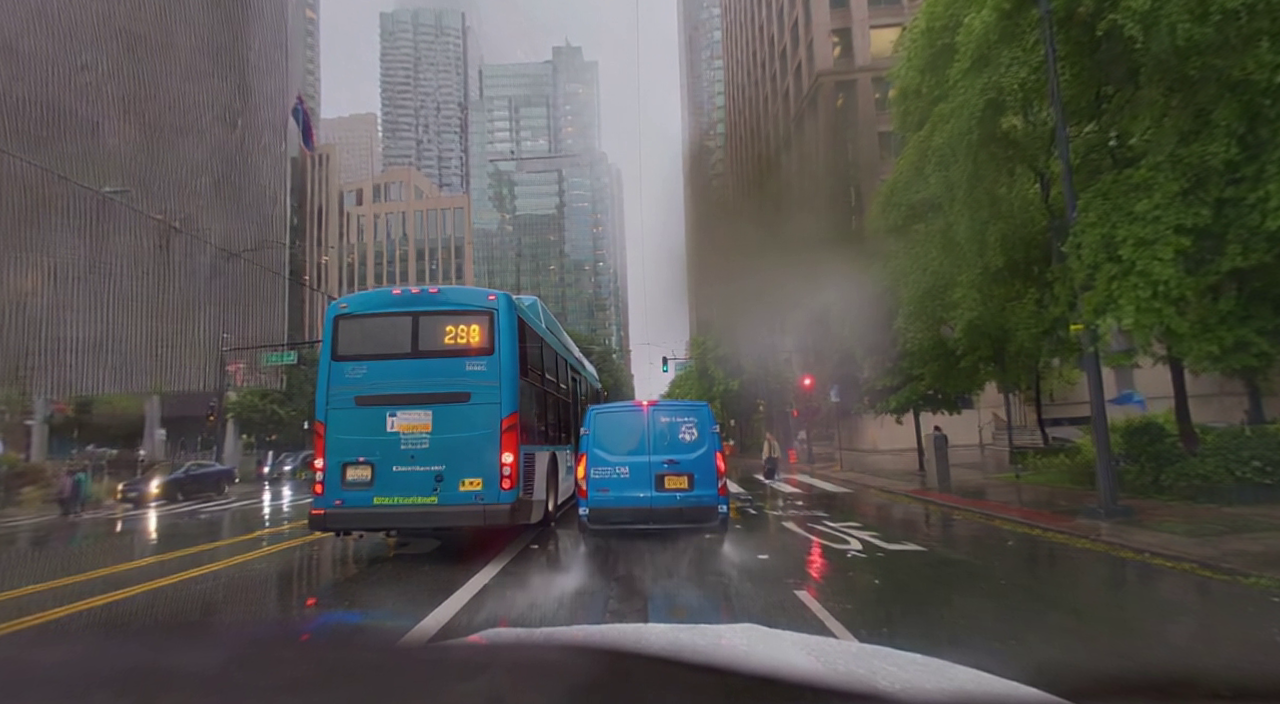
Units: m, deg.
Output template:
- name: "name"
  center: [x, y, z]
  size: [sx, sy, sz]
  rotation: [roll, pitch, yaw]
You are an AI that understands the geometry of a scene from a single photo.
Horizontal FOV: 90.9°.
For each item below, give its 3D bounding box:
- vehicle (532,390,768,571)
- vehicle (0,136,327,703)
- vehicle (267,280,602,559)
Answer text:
- name: "vehicle"
  center: [0.132, 1.694, 8.944]
  size: [2.500, 1.912, 4.270]
  rotation: [0, -9, 1]
- name: "vehicle"
  center: [-2.751, 0.325, 0.226]
  size: [2.329, 2.089, 5.659]
  rotation: [0, -9, 0]
- name: "vehicle"
  center: [-2.902, 1.802, 14.590]
  size: [3.042, 3.445, 13.615]
  rotation: [0, -9, 1]
